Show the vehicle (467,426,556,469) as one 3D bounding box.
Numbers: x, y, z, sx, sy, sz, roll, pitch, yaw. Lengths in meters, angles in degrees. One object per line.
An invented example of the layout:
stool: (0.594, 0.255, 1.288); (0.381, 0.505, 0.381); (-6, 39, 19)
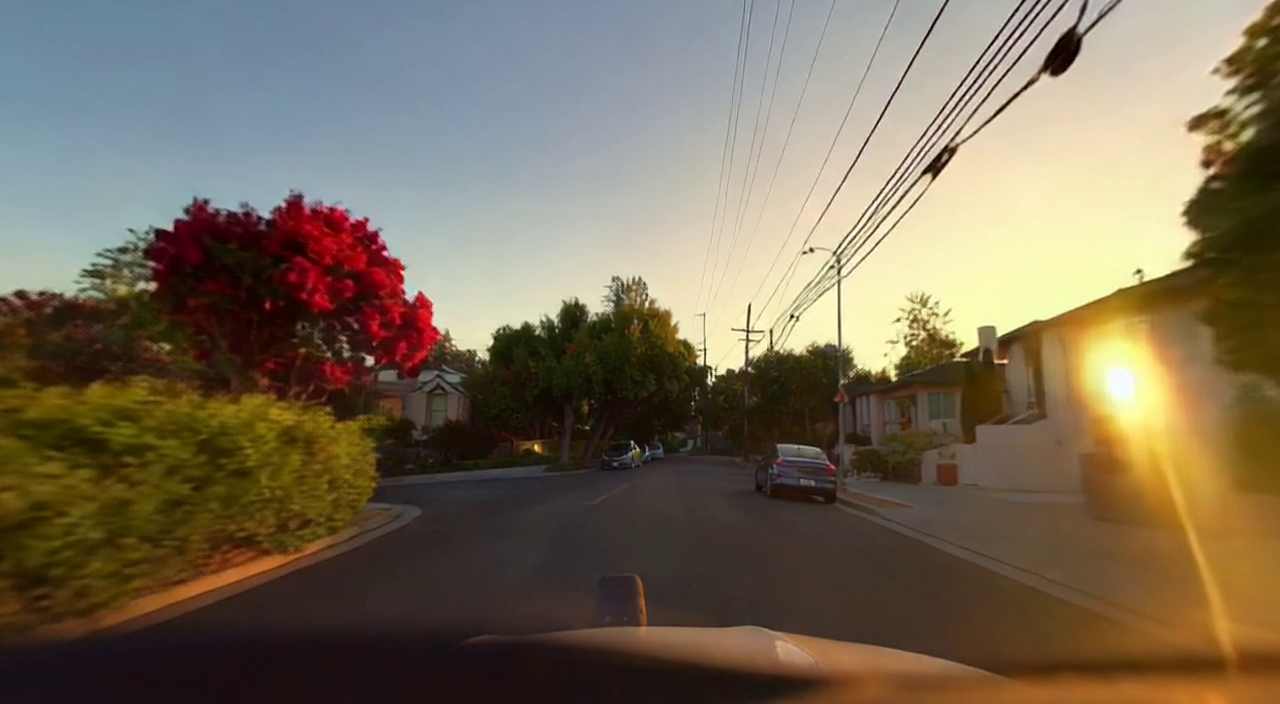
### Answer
vehicle: (-8.914, 6.634, 43.771); (5.828, 2.818, 2.231); (2, -9, -12)

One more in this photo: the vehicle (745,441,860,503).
vehicle: (4.284, 3.255, 17.587); (2.151, 1.468, 5.066); (-1, -9, 4)

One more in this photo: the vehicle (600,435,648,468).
vehicle: (-0.923, 6.374, 40.436); (2.463, 1.951, 5.794); (-1, -9, 4)
